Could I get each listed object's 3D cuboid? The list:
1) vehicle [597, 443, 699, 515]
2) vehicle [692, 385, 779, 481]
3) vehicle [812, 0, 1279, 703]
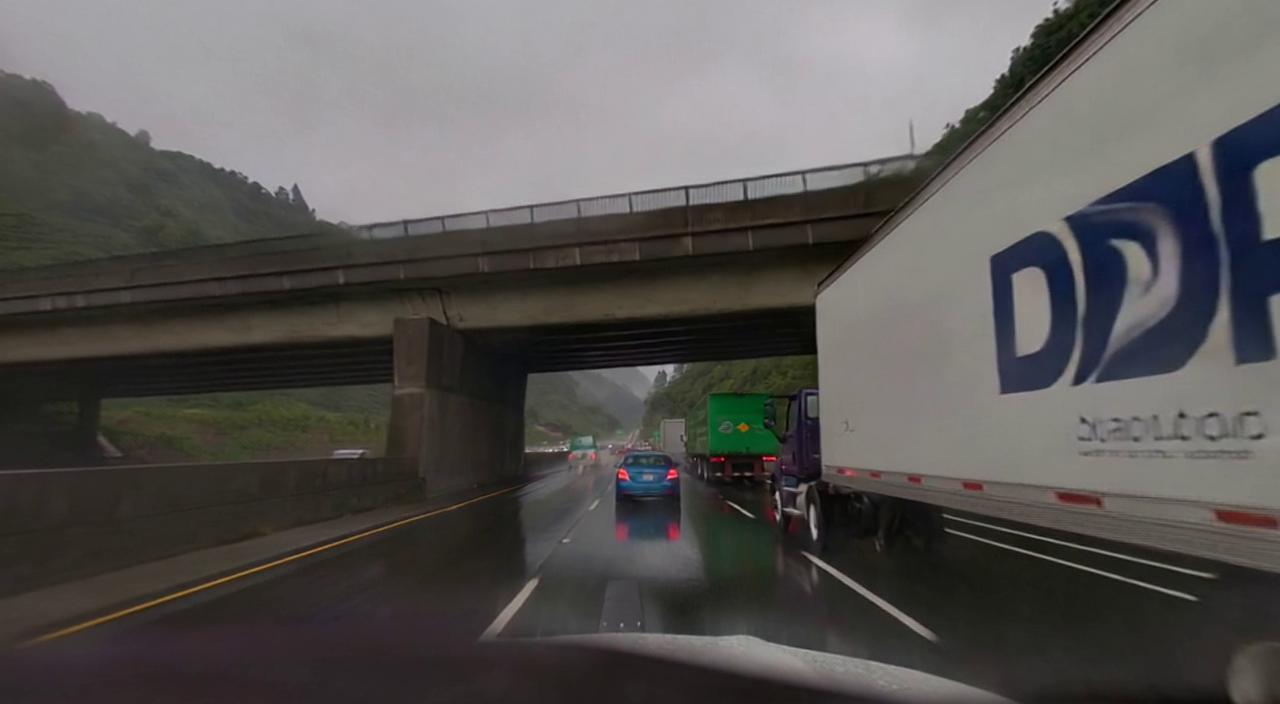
[{"bbox_3d":[0.160,2.863,14.638,2.029,1.437,3.794,0,-9,0],"label":"vehicle"},{"bbox_3d":[4.377,4.071,31.038,2.801,4.039,8.684,0,-9,-1],"label":"vehicle"},{"bbox_3d":[4.110,0.078,4.146,2.884,3.930,10.206,0,-9,-1],"label":"vehicle"}]
